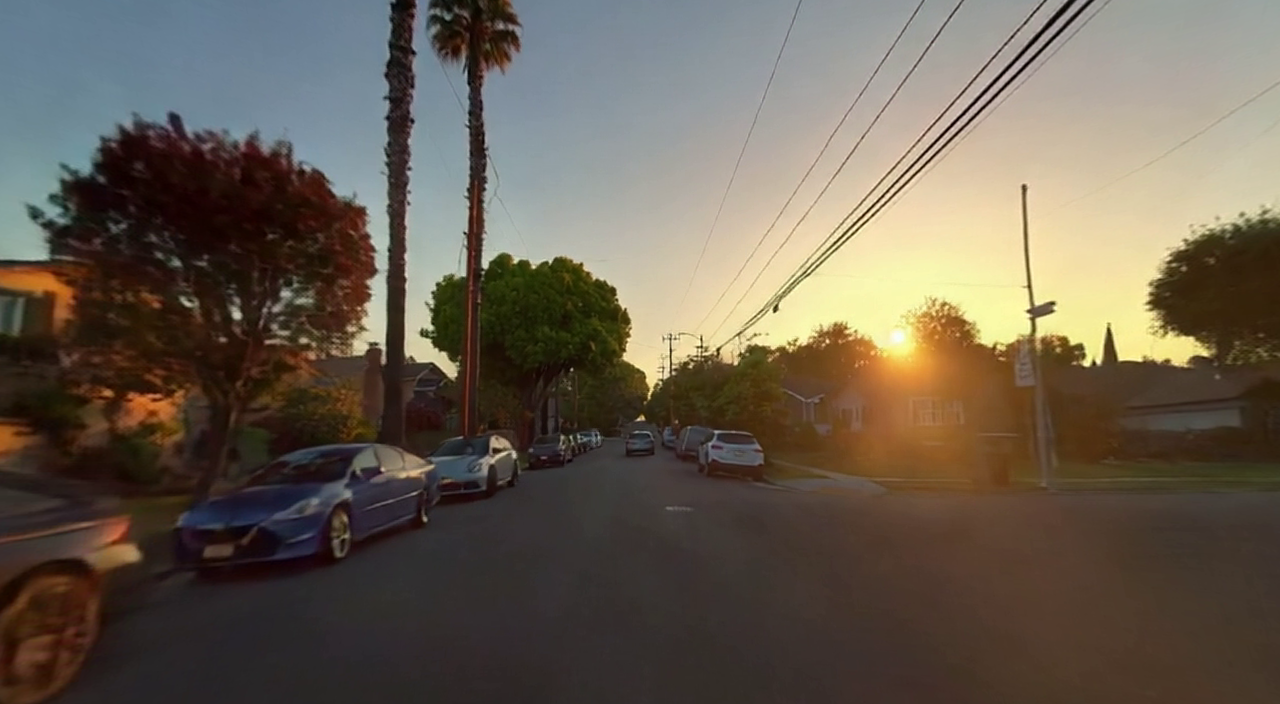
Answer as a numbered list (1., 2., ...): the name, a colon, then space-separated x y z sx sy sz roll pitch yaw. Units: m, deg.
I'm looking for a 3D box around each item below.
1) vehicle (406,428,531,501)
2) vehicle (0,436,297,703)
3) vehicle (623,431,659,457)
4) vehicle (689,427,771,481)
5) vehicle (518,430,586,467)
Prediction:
1. vehicle: -4.182 2.833 16.332 1.769 1.551 5.040 0 -9 0
2. vehicle: -4.100 1.090 2.541 2.157 1.487 5.718 -1 -9 1
3. vehicle: 0.040 5.632 38.738 2.081 1.483 4.599 0 -9 0
4. vehicle: 2.920 3.463 21.635 2.060 1.614 4.652 0 -9 -1
5. vehicle: -3.945 4.485 29.451 2.130 1.543 5.386 -1 -9 3
